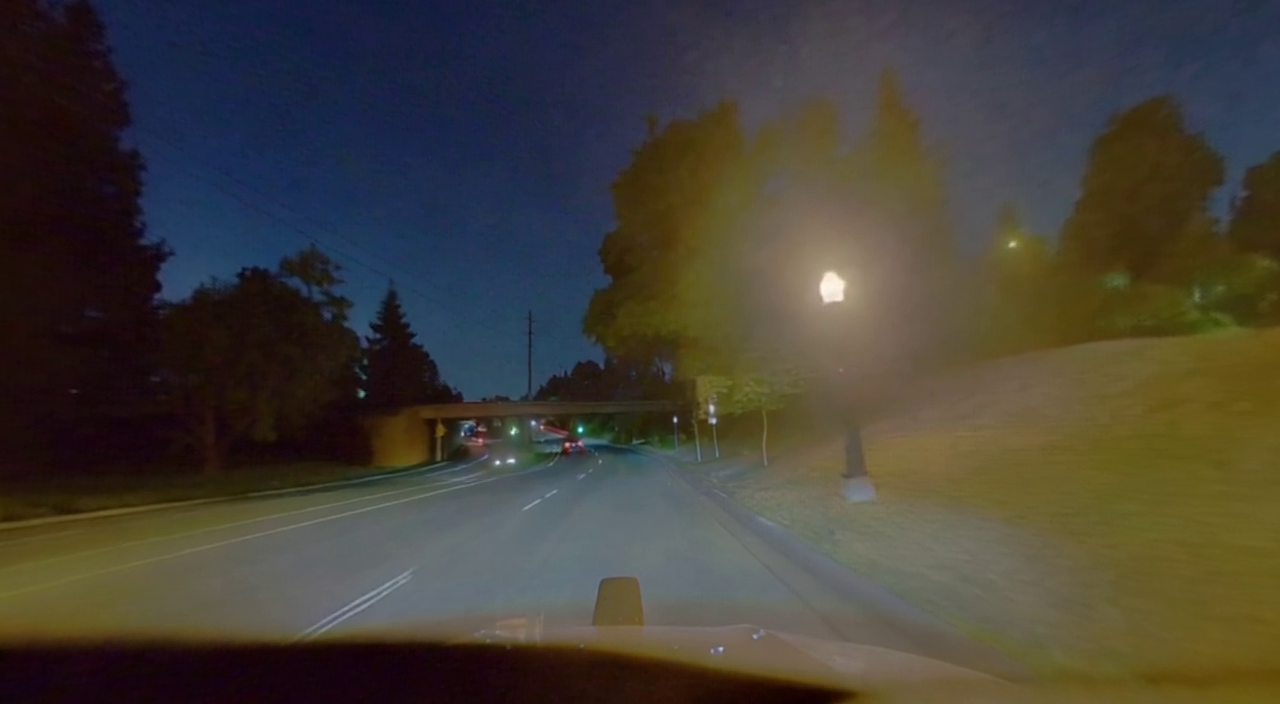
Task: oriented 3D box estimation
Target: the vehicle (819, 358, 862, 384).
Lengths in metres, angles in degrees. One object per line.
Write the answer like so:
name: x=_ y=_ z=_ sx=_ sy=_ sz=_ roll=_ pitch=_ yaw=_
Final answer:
vehicle: x=15.402 y=1.496 z=48.775 sx=2.058 sy=1.475 sz=4.587 roll=1 pitch=-7 yaw=4
